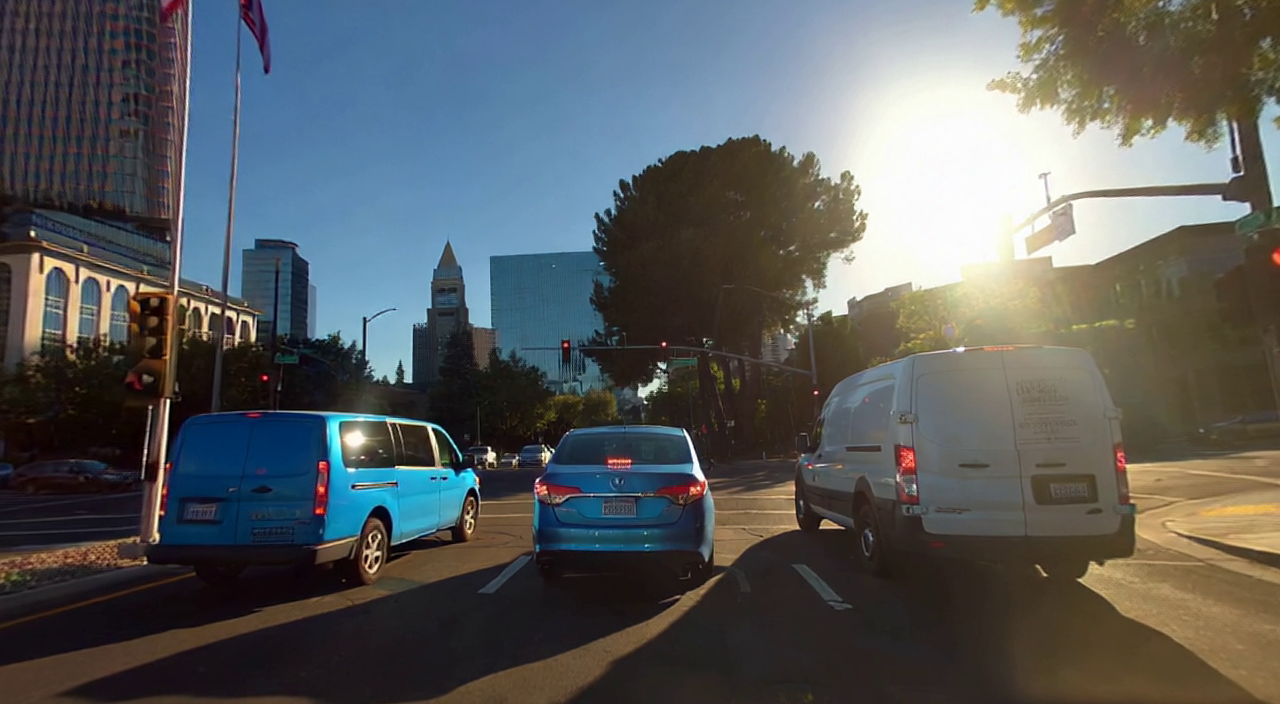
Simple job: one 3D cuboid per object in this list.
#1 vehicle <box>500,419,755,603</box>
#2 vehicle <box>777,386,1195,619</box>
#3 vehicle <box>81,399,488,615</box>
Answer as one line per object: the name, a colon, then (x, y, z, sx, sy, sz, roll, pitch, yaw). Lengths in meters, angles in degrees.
vehicle: (-0.148, 1.622, 7.323, 2.098, 1.494, 4.118, 0, -9, -1)
vehicle: (3.084, 1.464, 7.025, 2.178, 1.746, 4.400, 0, -9, 1)
vehicle: (-3.313, 1.519, 7.036, 2.024, 1.677, 3.998, -1, -9, 3)
